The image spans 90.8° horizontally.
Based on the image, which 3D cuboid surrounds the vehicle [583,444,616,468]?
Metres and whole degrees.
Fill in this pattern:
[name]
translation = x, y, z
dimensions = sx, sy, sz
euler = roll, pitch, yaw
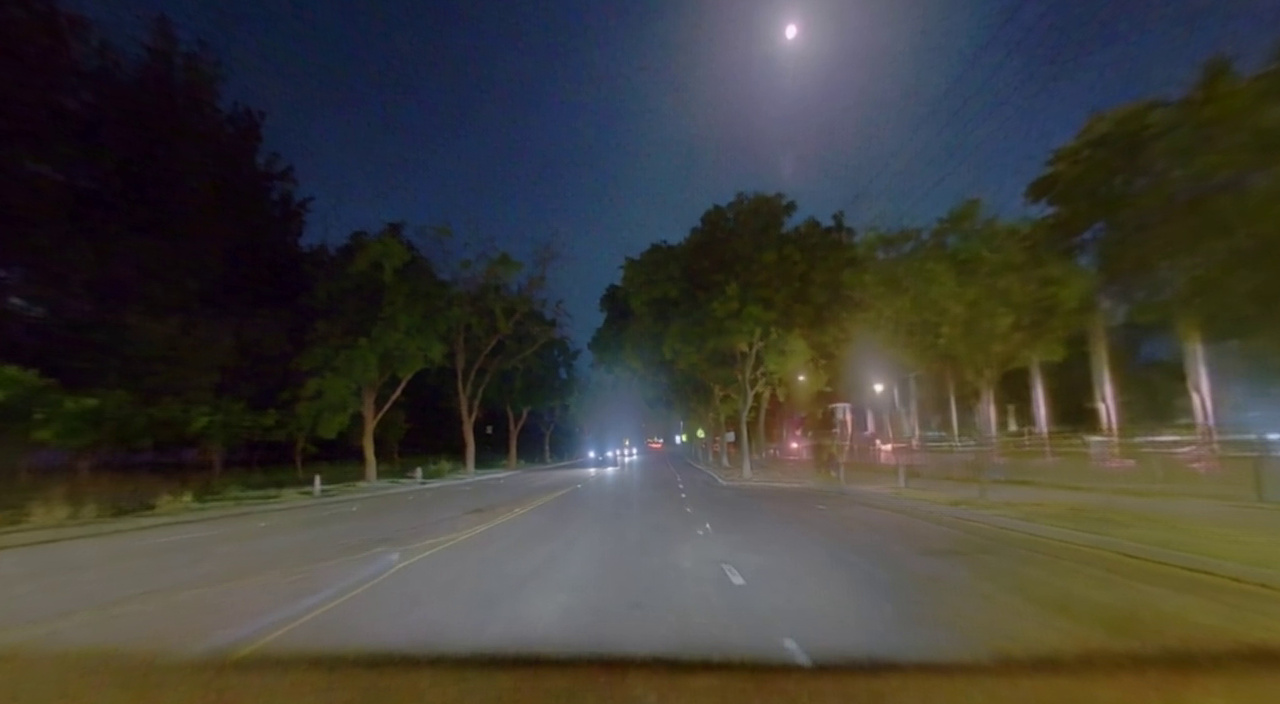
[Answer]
[vehicle]
translation = -2.909, 7.562, 46.239
dimensions = 1.898, 1.606, 3.927
euler = -1, -8, 3
